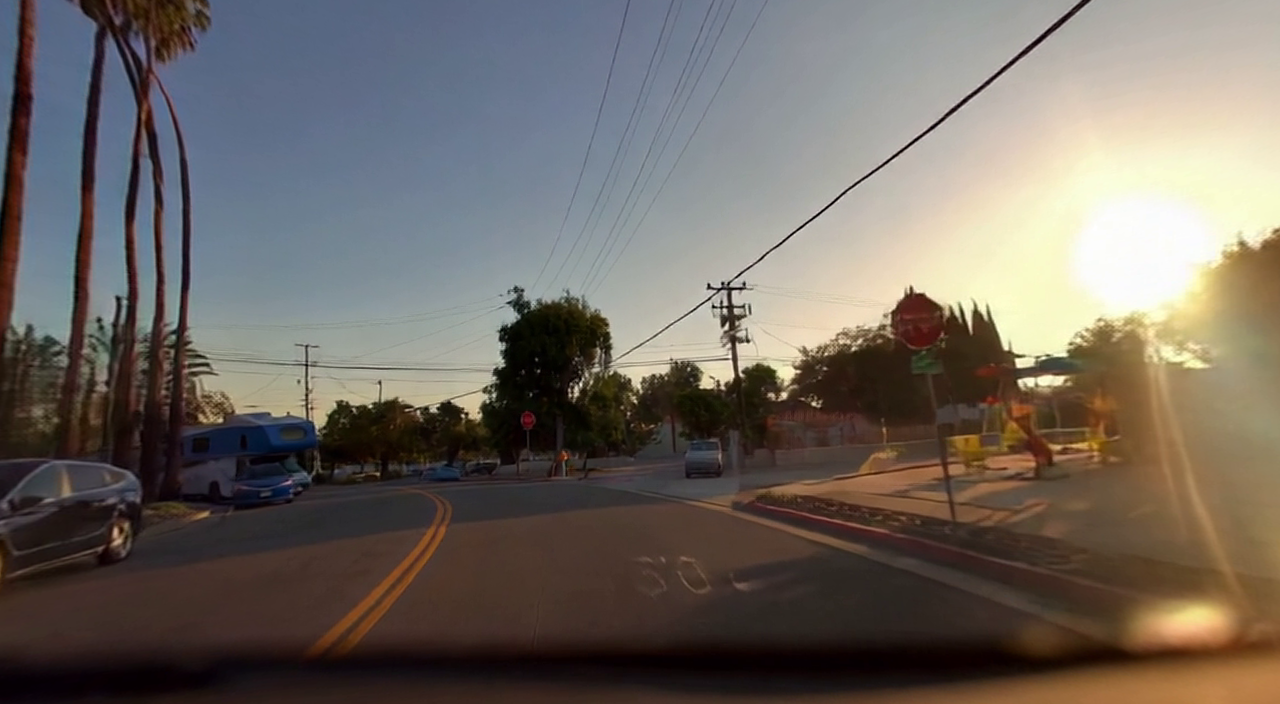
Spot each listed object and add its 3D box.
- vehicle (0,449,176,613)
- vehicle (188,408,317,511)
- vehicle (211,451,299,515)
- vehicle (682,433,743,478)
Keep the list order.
[{"bbox_3d":[-7.921,2.053,7.744,2.085,1.545,4.340,1,-7,-15],"label":"vehicle"},{"bbox_3d":[-17.766,4.611,28.424,3.216,3.720,11.364,4,-9,-39],"label":"vehicle"},{"bbox_3d":[-12.306,4.097,20.418,2.103,1.599,4.865,3,-8,-29],"label":"vehicle"},{"bbox_3d":[3.420,5.009,31.179,2.508,1.887,5.930,-1,-7,2],"label":"vehicle"}]
